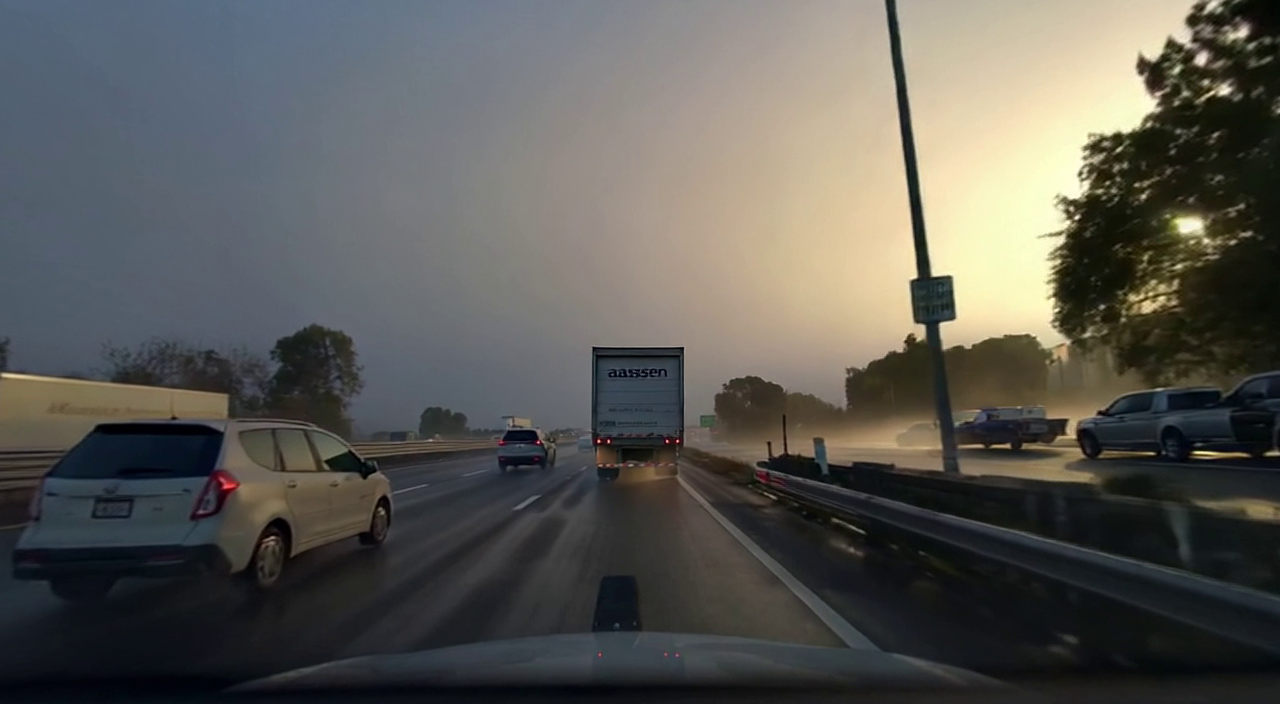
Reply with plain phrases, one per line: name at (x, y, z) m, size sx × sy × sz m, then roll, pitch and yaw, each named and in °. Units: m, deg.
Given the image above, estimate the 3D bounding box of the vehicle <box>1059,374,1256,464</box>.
vehicle at (19.368, 2.639, 24.091) m, size 2.443 × 3.006 × 5.844 m, roll 0°, pitch -8°, yaw 0°

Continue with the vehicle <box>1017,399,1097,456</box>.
vehicle at (19.606, 3.585, 29.697) m, size 1.658 × 2.523 × 2.851 m, roll 0°, pitch -8°, yaw -1°

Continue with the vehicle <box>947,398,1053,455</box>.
vehicle at (18.952, 3.993, 33.473) m, size 2.432 × 2.753 × 5.388 m, roll 0°, pitch -8°, yaw 1°

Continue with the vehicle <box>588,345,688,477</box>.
vehicle at (-0.105, 2.603, 25.686) m, size 3.171 × 4.204 × 11.036 m, roll 0°, pitch -8°, yaw 0°

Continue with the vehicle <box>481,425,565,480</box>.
vehicle at (-3.713, 3.249, 20.691) m, size 1.946 × 1.599 × 4.073 m, roll 0°, pitch -8°, yaw 0°

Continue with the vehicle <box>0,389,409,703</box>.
vehicle at (-3.713, 1.223, 5.152) m, size 1.964 × 1.507 × 4.361 m, roll 0°, pitch -8°, yaw 0°
